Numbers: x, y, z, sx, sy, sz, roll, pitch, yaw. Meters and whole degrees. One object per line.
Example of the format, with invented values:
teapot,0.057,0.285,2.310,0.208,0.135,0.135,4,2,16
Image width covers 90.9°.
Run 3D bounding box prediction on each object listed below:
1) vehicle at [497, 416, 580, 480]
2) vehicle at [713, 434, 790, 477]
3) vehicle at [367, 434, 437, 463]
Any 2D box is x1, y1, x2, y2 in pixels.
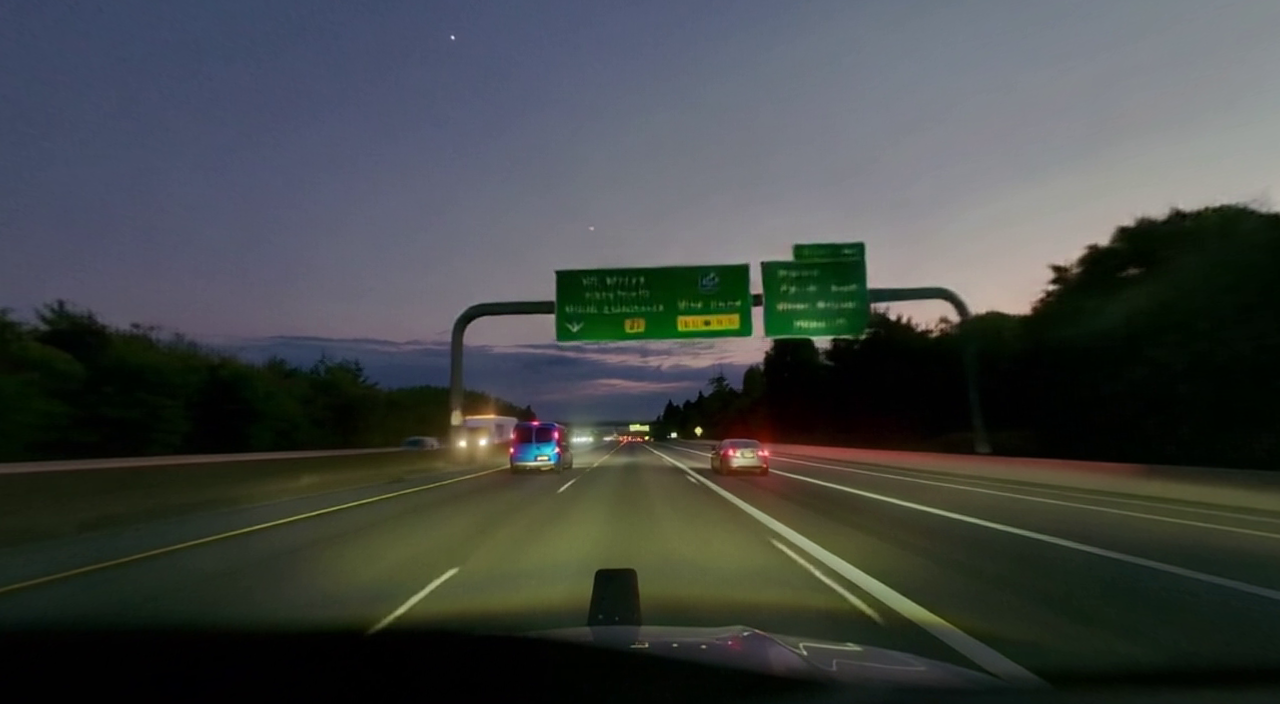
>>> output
vehicle,-3.543,3.454,23.082,2.275,2.053,5.082,0,-8,-1
vehicle,4.002,3.764,23.322,2.020,1.464,3.803,0,-8,-2
vehicle,-12.833,5.221,34.365,2.056,1.486,4.535,0,-8,0
